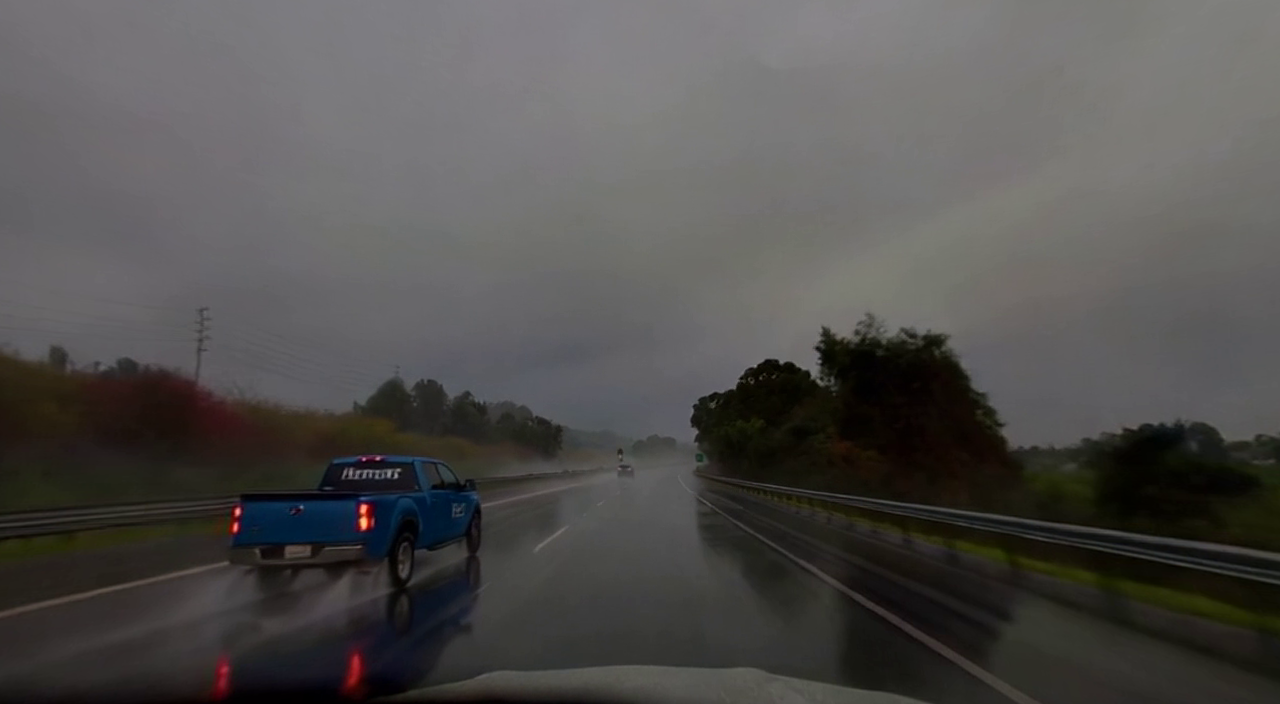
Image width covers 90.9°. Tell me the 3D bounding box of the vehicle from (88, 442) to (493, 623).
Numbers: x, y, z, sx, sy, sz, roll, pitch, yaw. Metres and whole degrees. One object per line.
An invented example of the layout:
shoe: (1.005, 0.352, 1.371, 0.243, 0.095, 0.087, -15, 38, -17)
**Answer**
vehicle: (-3.607, 2.012, 7.997, 2.135, 1.506, 5.041, 0, -10, 1)
